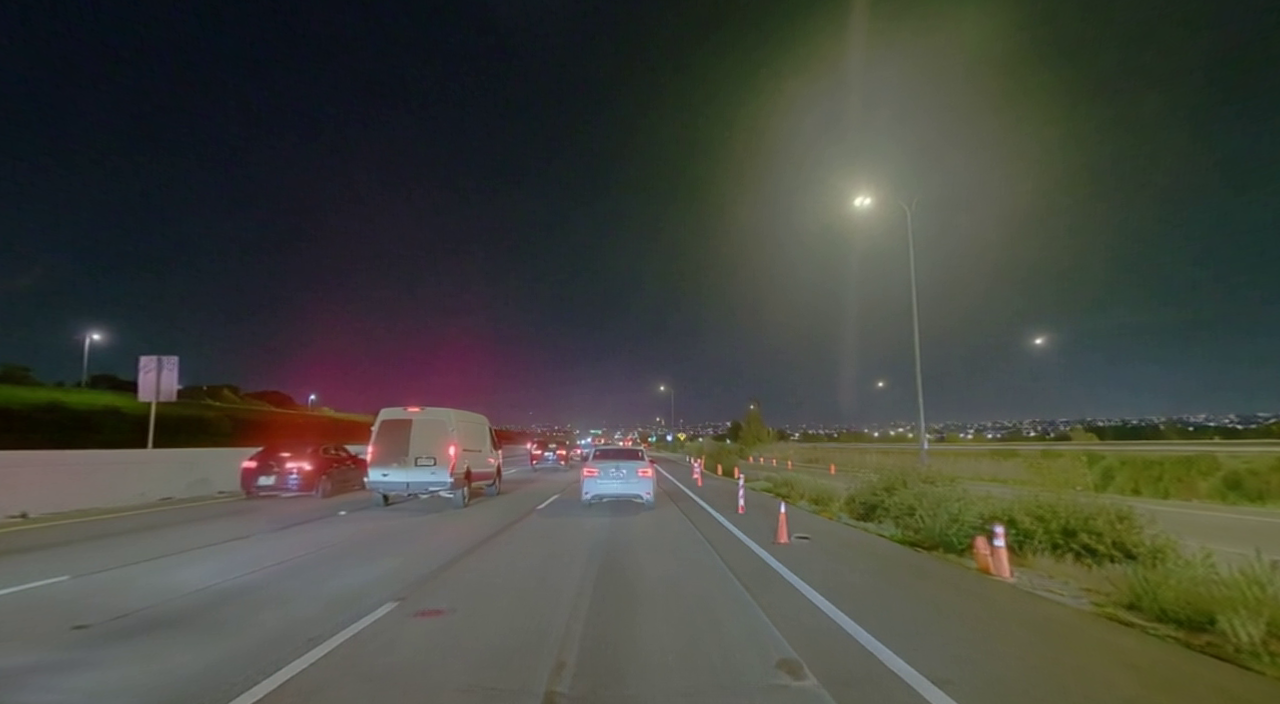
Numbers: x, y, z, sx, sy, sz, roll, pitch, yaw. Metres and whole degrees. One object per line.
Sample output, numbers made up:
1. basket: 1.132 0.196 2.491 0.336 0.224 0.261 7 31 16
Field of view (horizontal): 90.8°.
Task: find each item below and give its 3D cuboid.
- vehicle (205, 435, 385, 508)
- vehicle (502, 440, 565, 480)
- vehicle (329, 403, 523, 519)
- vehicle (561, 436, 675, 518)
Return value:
1. vehicle: -8.035 2.801 15.286 1.930 1.506 4.279 0 -8 0
2. vehicle: -4.180 4.320 25.452 1.824 1.459 4.007 0 -9 0
3. vehicle: -4.274 2.344 13.995 2.324 2.012 5.740 0 -9 -1
4. vehicle: -0.432 2.577 13.552 2.069 1.484 3.918 0 -9 -1
